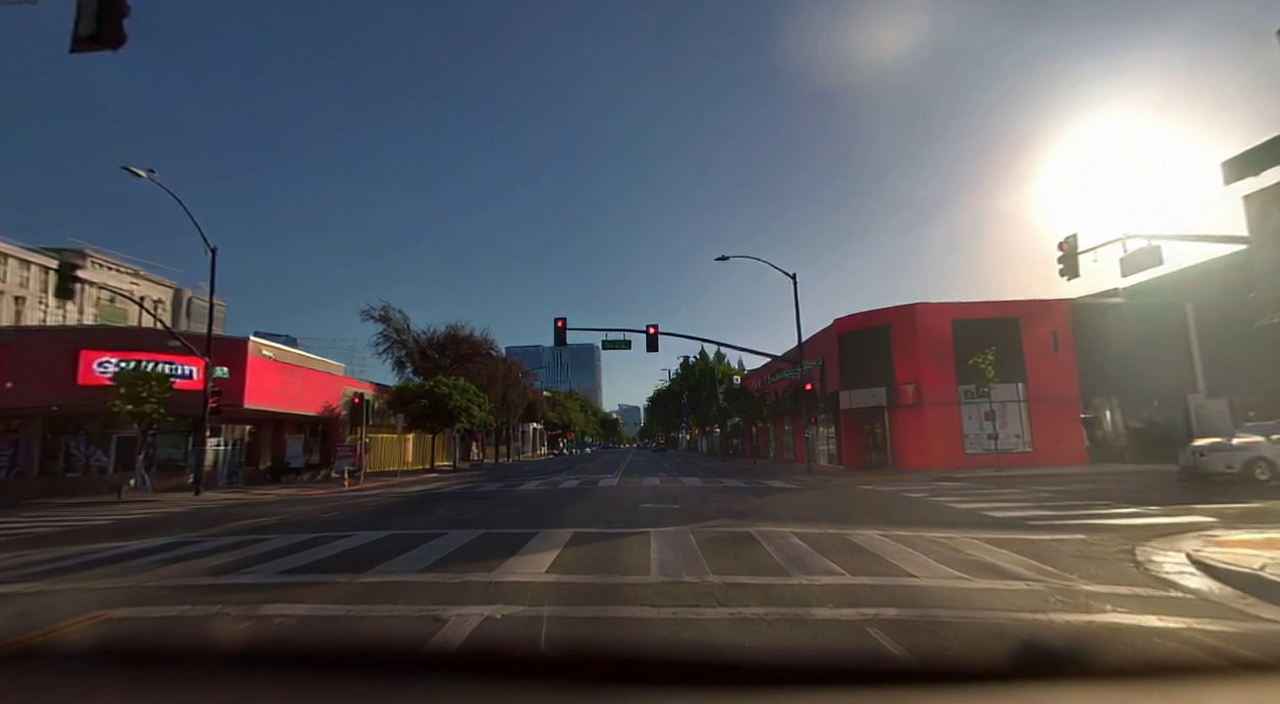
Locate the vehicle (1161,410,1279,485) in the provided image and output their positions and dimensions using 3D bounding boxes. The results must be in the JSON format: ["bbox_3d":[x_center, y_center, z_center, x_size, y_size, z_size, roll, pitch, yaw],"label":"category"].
[{"bbox_3d":[16.891,2.470,16.407,4.836,1.795,1.957,0,-8,0],"label":"vehicle"}]
